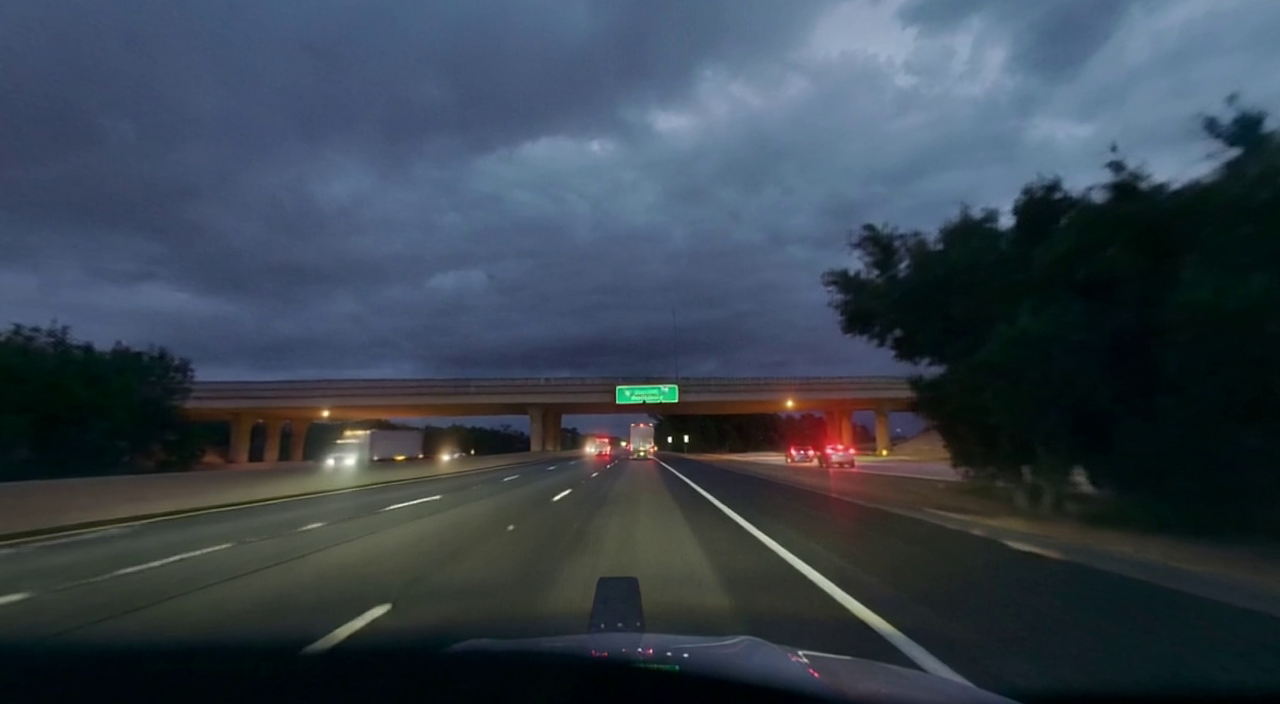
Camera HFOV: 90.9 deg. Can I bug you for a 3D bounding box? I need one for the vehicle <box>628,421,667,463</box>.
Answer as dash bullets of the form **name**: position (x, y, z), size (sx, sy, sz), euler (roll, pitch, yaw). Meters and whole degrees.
- **vehicle**: position (0.475, 7.165, 49.901), size (2.790, 3.075, 7.414), euler (0, -9, -2)
